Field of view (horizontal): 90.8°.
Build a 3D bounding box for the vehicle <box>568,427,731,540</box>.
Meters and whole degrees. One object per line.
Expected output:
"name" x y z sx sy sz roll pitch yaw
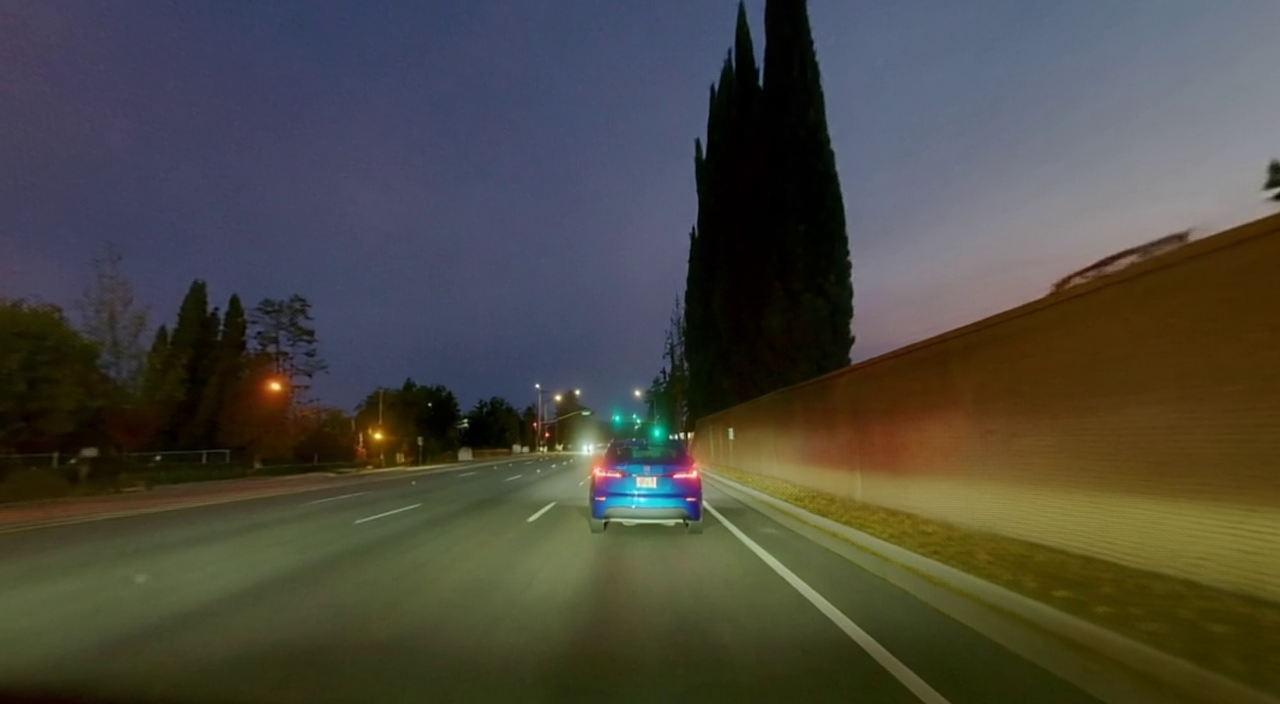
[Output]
"vehicle" 0.080 2.108 10.787 2.205 1.509 4.272 0 -8 -1
